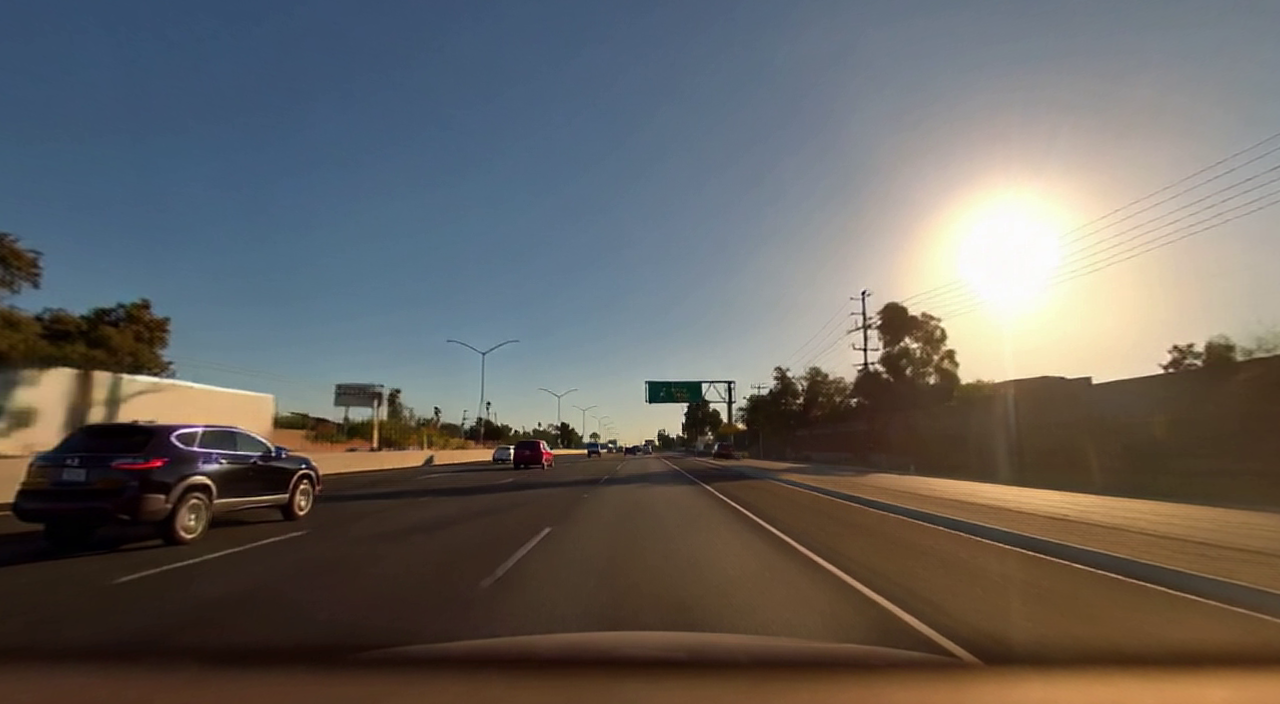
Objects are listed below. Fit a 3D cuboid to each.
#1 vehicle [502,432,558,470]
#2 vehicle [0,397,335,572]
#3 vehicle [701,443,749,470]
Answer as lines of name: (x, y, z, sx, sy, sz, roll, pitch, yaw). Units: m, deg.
vehicle: (-6.115, 5.595, 35.737, 2.255, 1.934, 4.868, 0, -9, 0)
vehicle: (-6.360, 1.639, 8.544, 2.058, 1.698, 4.567, 0, -9, 1)
vehicle: (5.131, 6.378, 38.639, 2.251, 1.520, 4.550, 1, -9, -1)
